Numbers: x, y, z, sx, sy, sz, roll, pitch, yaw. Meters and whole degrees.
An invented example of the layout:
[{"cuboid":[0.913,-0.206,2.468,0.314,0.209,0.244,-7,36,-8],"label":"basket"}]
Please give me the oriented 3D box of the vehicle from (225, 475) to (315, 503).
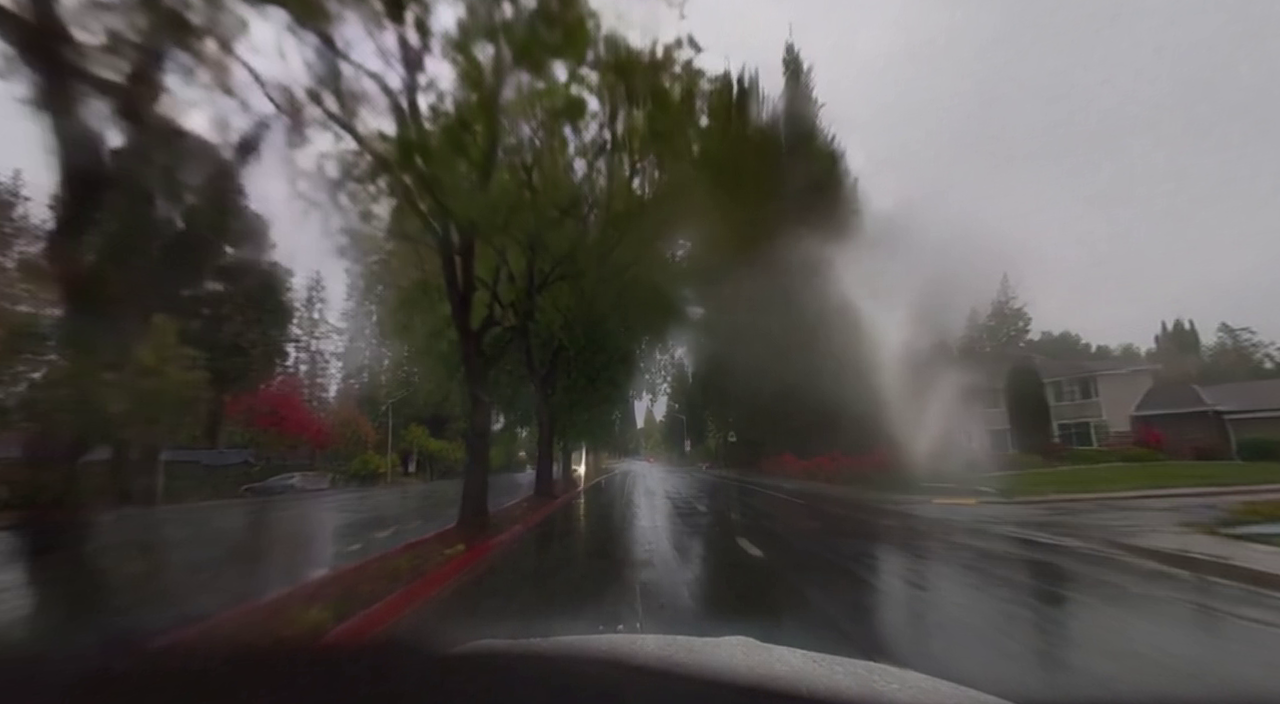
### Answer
[{"cuboid":[-26.390,9.782,45.168,5.040,1.748,2.186,-1,-9,-1],"label":"vehicle"}]
